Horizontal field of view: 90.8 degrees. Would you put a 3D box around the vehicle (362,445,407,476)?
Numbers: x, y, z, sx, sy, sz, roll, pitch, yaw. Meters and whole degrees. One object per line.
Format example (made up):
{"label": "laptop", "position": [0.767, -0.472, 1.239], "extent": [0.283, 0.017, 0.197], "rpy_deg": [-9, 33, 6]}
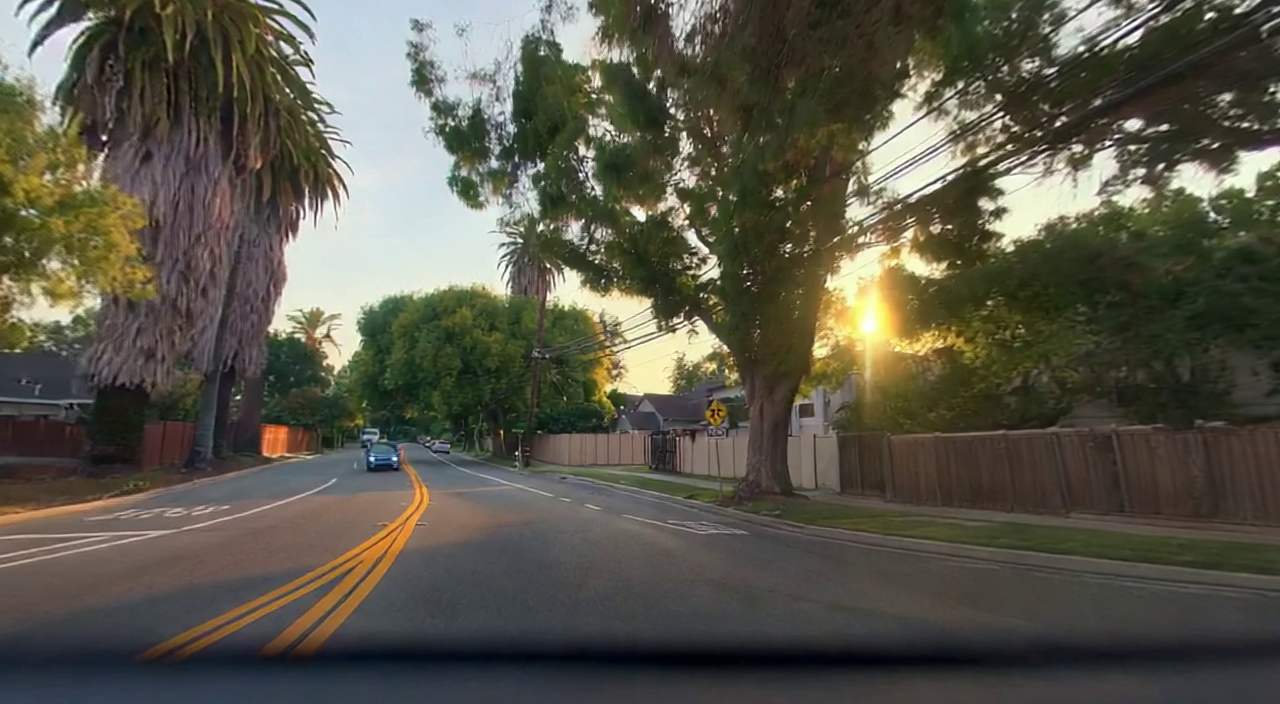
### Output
{"label": "vehicle", "position": [-13.676, 5.766, 33.965], "extent": [2.061, 1.510, 4.457], "rpy_deg": [3, -9, -20]}
